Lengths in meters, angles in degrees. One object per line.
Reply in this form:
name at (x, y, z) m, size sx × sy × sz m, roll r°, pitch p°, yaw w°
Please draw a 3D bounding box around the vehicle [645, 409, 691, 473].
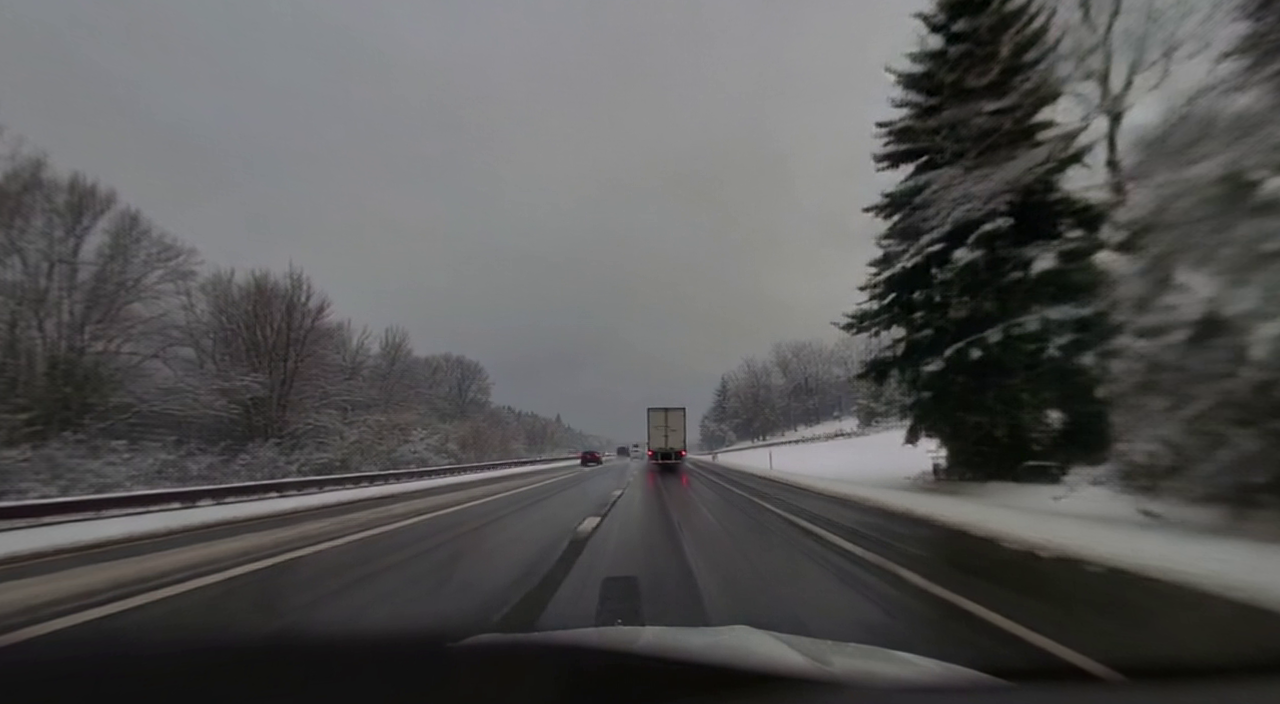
vehicle at (1.918, 6.789, 47.427) m, size 2.901 × 4.032 × 14.338 m, roll 0°, pitch -9°, yaw 1°
